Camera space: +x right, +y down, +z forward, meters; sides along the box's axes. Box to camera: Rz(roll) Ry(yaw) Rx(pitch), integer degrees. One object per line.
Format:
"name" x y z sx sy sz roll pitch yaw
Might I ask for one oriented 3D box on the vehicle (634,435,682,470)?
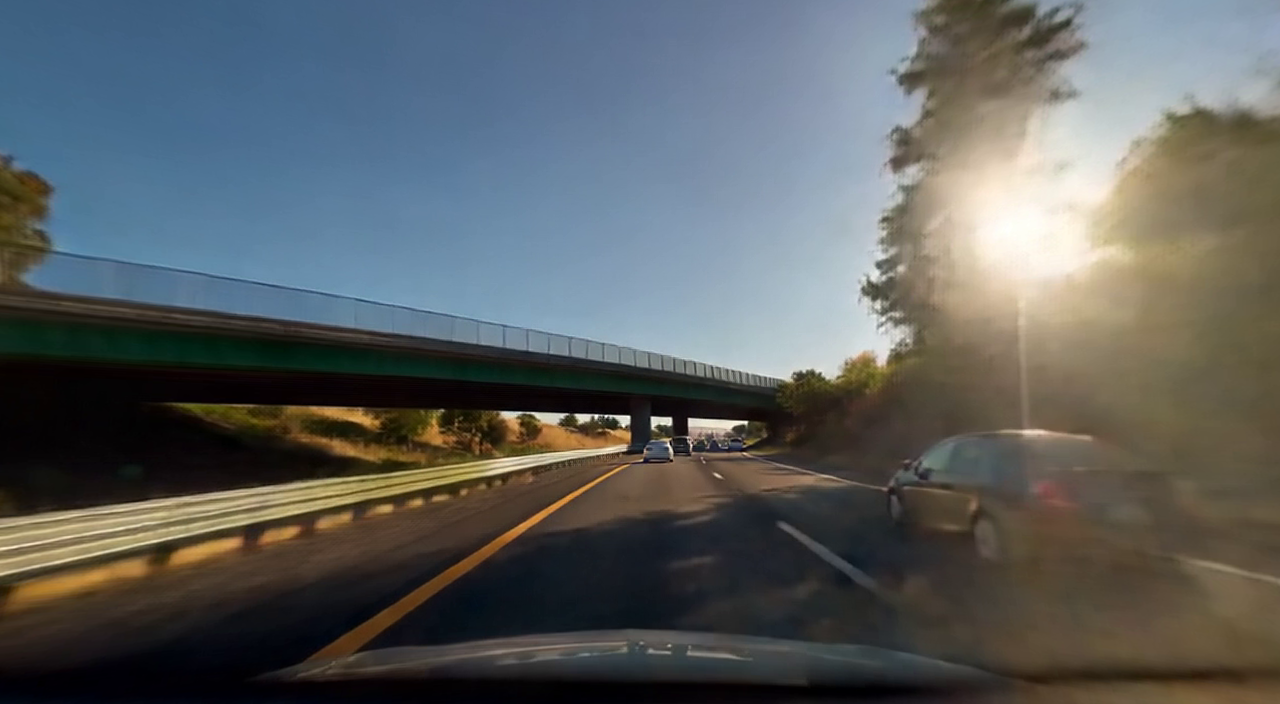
"vehicle" 0.840 4.474 28.208 1.993 1.461 3.812 -1 -8 3

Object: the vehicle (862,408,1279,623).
"vehicle" 4.216 1.474 6.712 2.163 1.489 4.470 0 -8 2
